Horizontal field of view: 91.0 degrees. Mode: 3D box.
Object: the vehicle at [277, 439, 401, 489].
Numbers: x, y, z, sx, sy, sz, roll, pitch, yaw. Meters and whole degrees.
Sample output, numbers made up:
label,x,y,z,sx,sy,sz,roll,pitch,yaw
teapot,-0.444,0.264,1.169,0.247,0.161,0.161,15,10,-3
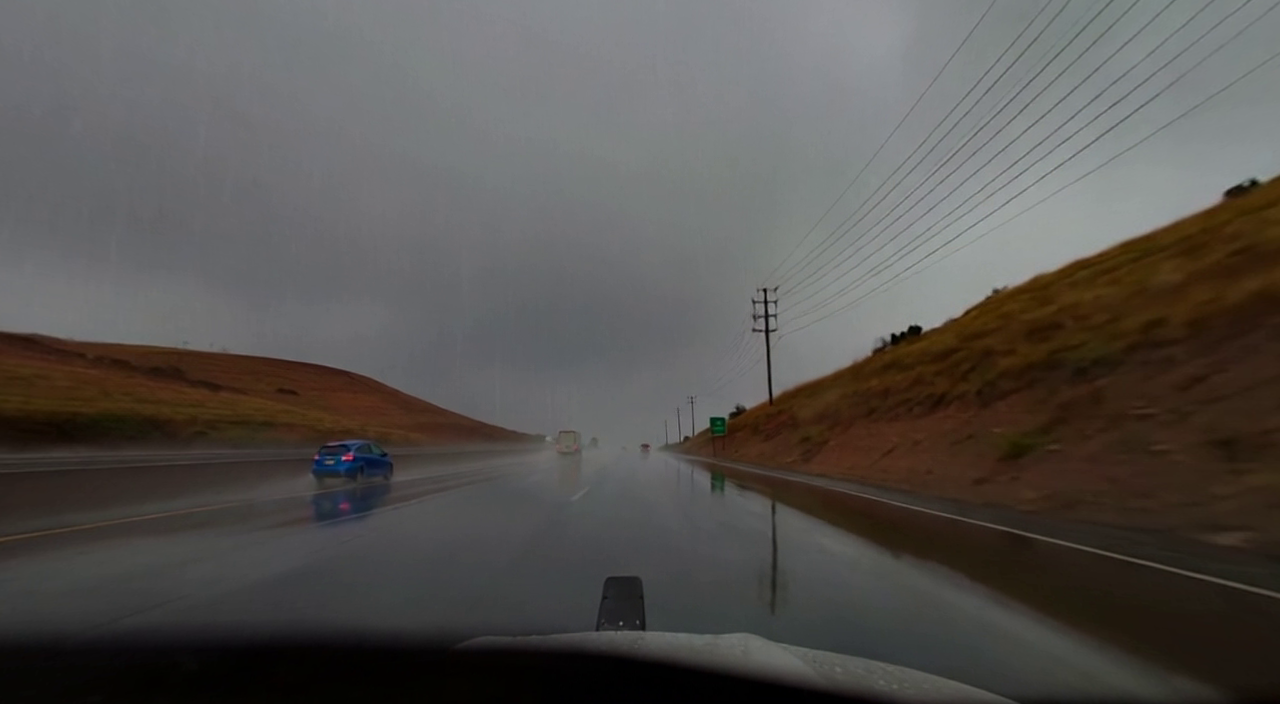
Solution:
label,x,y,z,sx,sy,sz,roll,pitch,yaw
vehicle,-10.409,3.895,22.262,1.971,1.558,4.847,0,-9,0
